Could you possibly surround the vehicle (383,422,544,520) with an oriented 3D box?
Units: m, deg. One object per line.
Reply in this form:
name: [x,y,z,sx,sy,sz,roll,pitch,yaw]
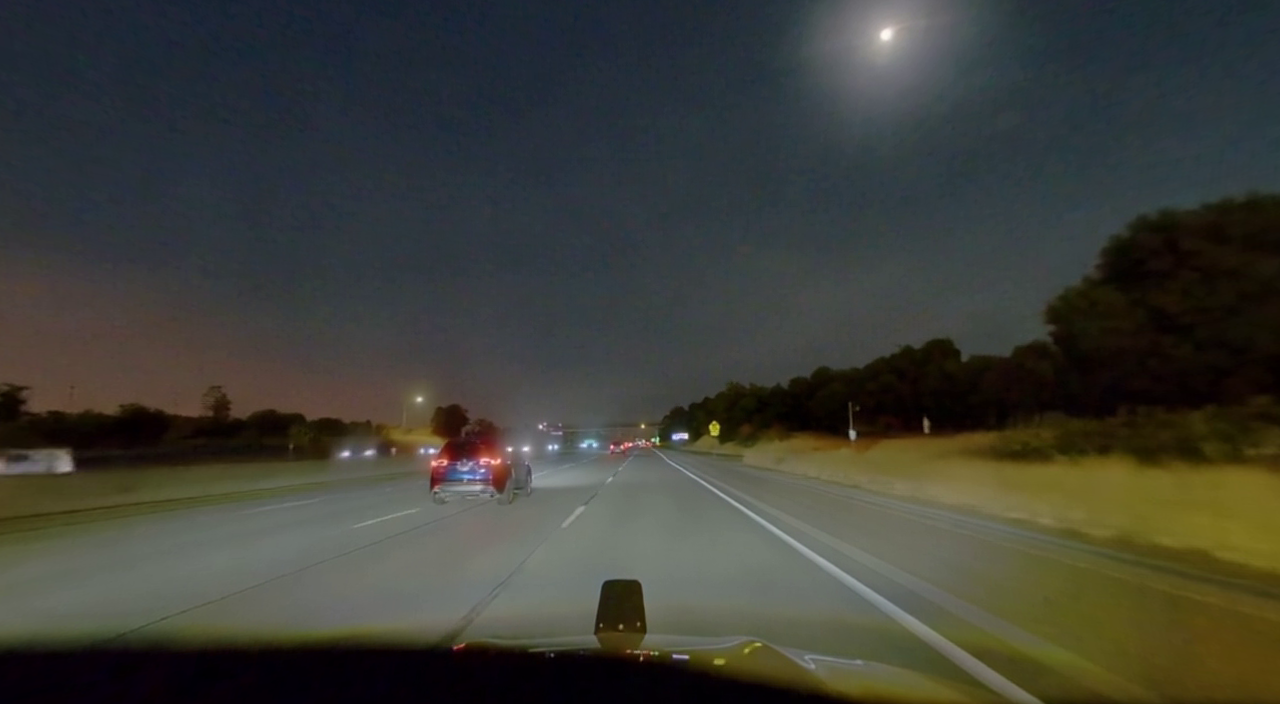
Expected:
vehicle: [-3.427,2.404,13.215,2.048,1.705,4.384,0,-8,1]
